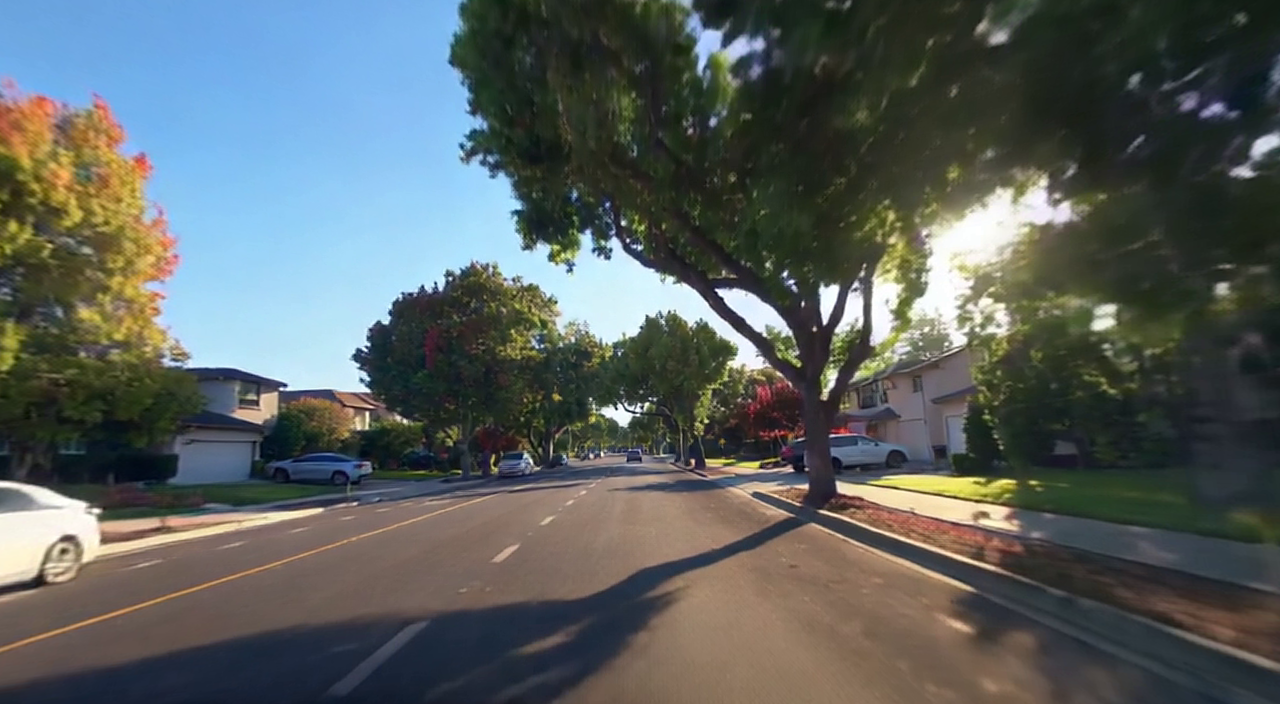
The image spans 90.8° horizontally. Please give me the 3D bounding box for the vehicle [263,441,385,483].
[{"bbox_3d":[-14.648,5.115,29.438,4.602,1.847,1.976,-1,-9,4],"label":"vehicle"}]

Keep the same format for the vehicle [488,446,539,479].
[{"bbox_3d":[-7.861,6.887,39.752,2.122,1.739,4.770,-5,-8,0],"label":"vehicle"}]

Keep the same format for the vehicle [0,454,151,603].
[{"bbox_3d":[-7.529,1.839,6.131,1.973,1.500,4.781,-5,-9,-3],"label":"vehicle"}]

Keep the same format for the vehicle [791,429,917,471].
[{"bbox_3d":[8.934,4.128,26.648,4.535,1.697,1.968,0,-9,-1],"label":"vehicle"}]
